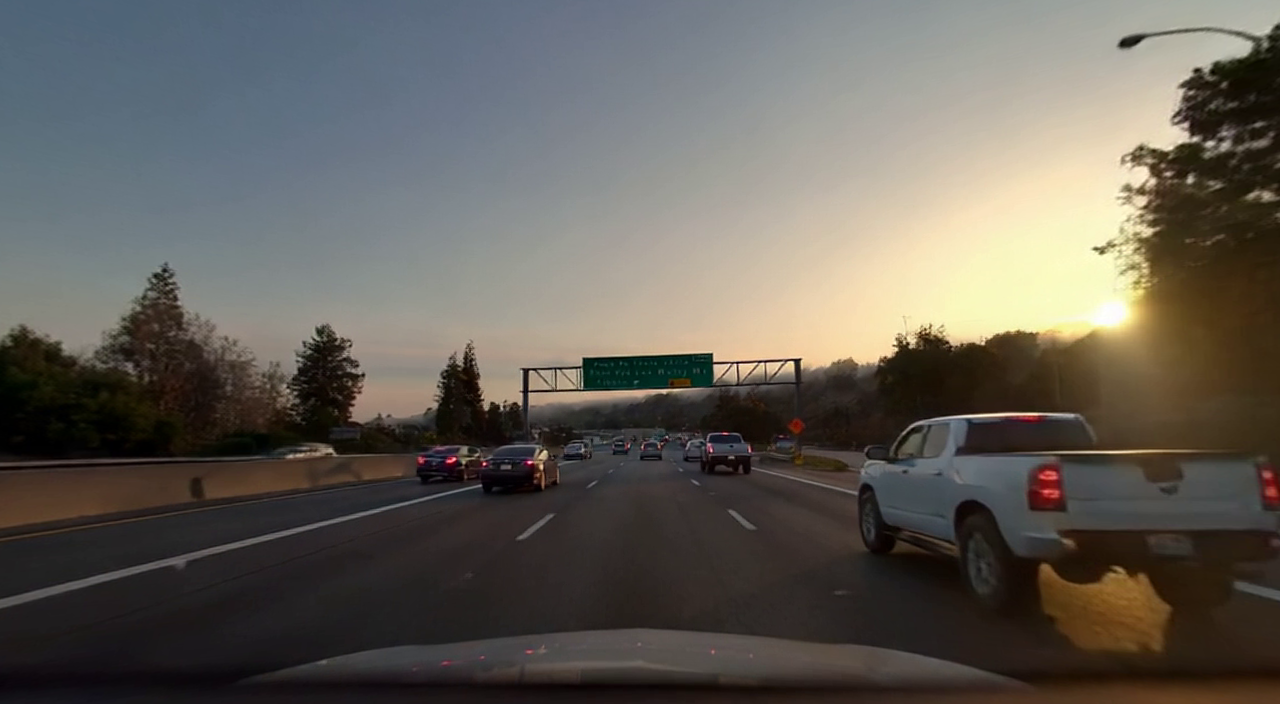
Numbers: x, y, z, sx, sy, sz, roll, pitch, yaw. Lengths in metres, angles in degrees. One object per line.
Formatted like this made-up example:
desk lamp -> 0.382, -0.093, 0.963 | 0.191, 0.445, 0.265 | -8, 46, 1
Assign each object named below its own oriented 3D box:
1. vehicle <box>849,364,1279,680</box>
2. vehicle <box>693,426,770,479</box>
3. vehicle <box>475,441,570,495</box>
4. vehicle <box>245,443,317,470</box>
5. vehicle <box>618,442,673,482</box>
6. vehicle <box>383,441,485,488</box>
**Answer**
vehicle -> 3.652, 1.273, 5.731 | 2.045, 1.768, 4.249 | 0, -9, 0
vehicle -> 4.035, 4.626, 29.155 | 2.802, 2.151, 6.579 | 0, -9, 2
vehicle -> -3.551, 3.588, 19.869 | 1.996, 1.488, 4.451 | 0, -9, 2
vehicle -> -23.150, 6.767, 40.798 | 1.930, 1.620, 4.399 | -1, -9, 3
vehicle -> 0.244, 4.437, 25.713 | 2.071, 1.478, 4.130 | 0, -9, 1
vehicle -> -7.348, 4.069, 23.022 | 2.065, 1.519, 4.491 | 0, -9, 2
